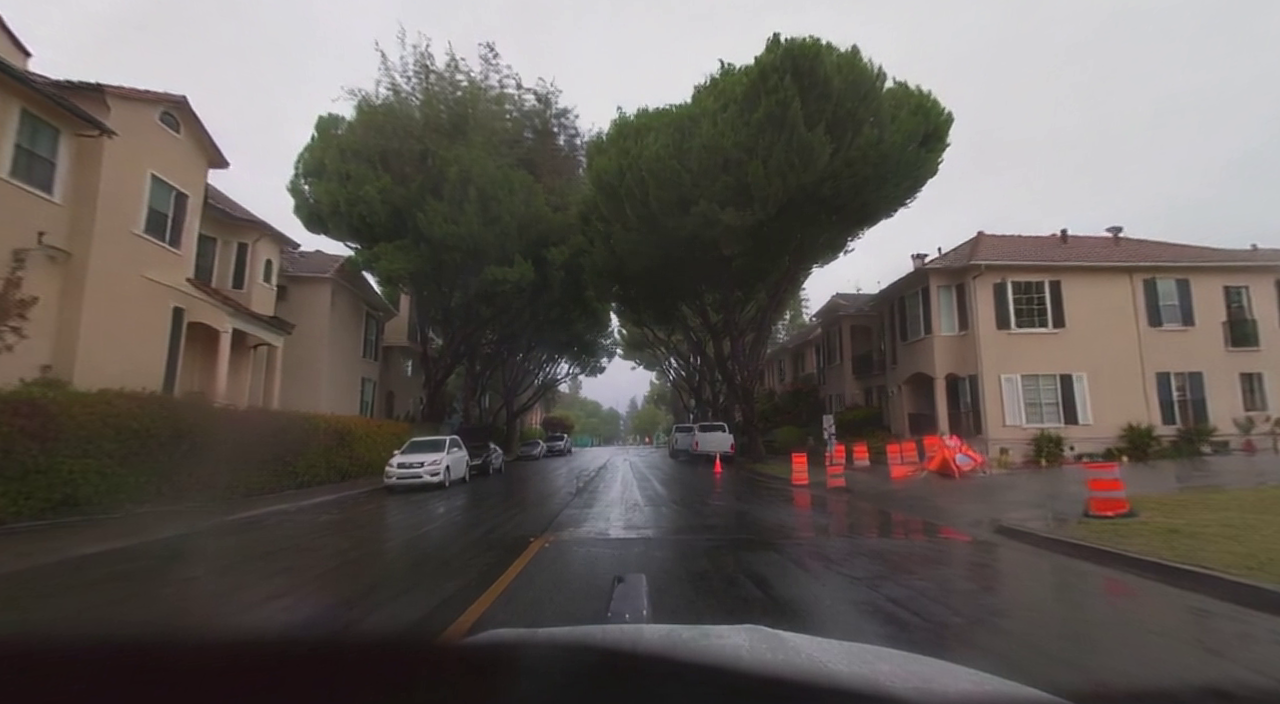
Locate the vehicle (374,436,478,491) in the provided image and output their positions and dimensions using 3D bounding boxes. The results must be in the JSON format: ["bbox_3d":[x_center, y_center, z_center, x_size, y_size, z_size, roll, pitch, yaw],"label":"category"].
[{"bbox_3d":[-6.887,3.618,20.822,1.957,1.608,4.476,0,-9,-1],"label":"vehicle"}]

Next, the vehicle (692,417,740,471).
[{"bbox_3d":[3.734,4.564,31.487,2.082,2.534,3.248,-1,-8,3],"label":"vehicle"}]

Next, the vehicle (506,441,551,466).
[{"bbox_3d":[-7.028,6.428,40.147,1.974,1.479,4.607,0,-9,0],"label":"vehicle"}]
